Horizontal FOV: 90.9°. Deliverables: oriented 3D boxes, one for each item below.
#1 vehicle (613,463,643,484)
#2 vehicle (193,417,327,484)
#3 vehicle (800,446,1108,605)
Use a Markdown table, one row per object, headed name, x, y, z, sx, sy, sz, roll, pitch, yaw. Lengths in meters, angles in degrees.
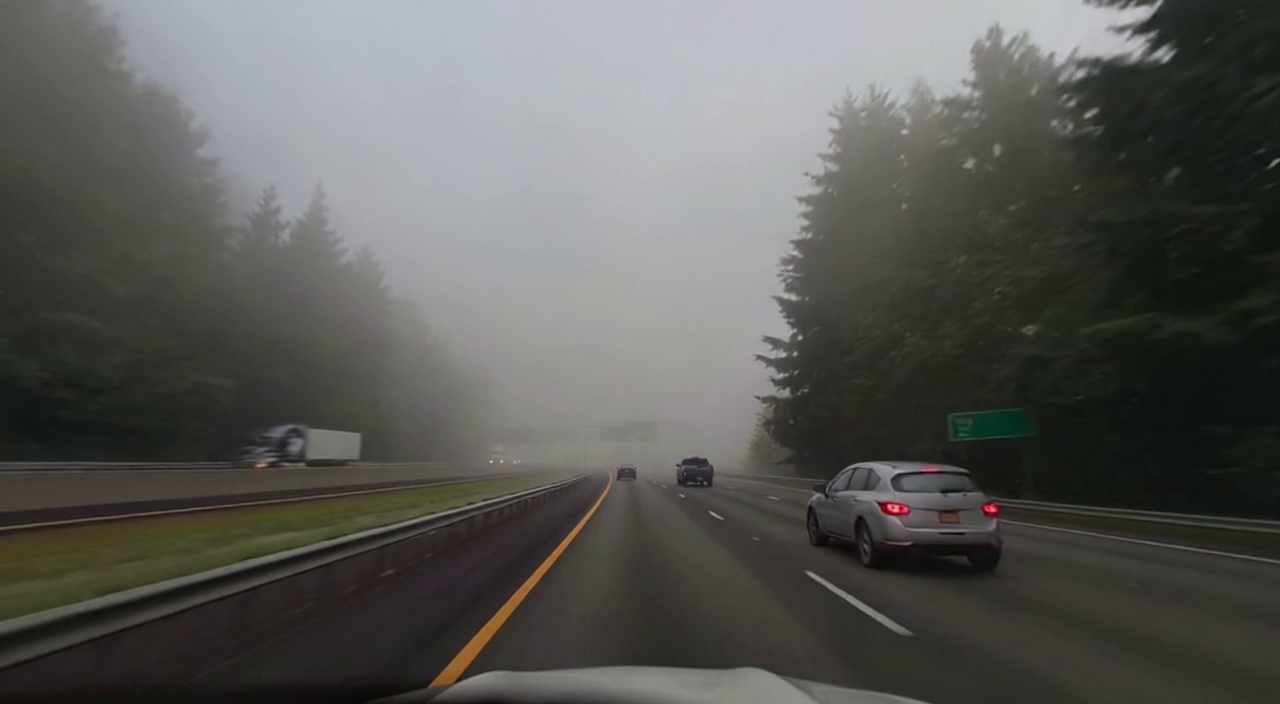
| name | x | y | z | sx | sy | sz | roll | pitch | yaw |
| --- | --- | --- | --- | --- | --- | --- | --- | --- | --- |
| vehicle | -0.923 | 9.518 | 49.454 | 2.242 | 1.525 | 4.305 | 1 | -11 | -1 |
| vehicle | -17.500 | 4.711 | 29.581 | 2.486 | 2.753 | 5.968 | 1 | -11 | -1 |
| vehicle | 3.929 | 2.268 | 8.961 | 2.132 | 1.662 | 4.180 | 1 | -11 | -1 |
